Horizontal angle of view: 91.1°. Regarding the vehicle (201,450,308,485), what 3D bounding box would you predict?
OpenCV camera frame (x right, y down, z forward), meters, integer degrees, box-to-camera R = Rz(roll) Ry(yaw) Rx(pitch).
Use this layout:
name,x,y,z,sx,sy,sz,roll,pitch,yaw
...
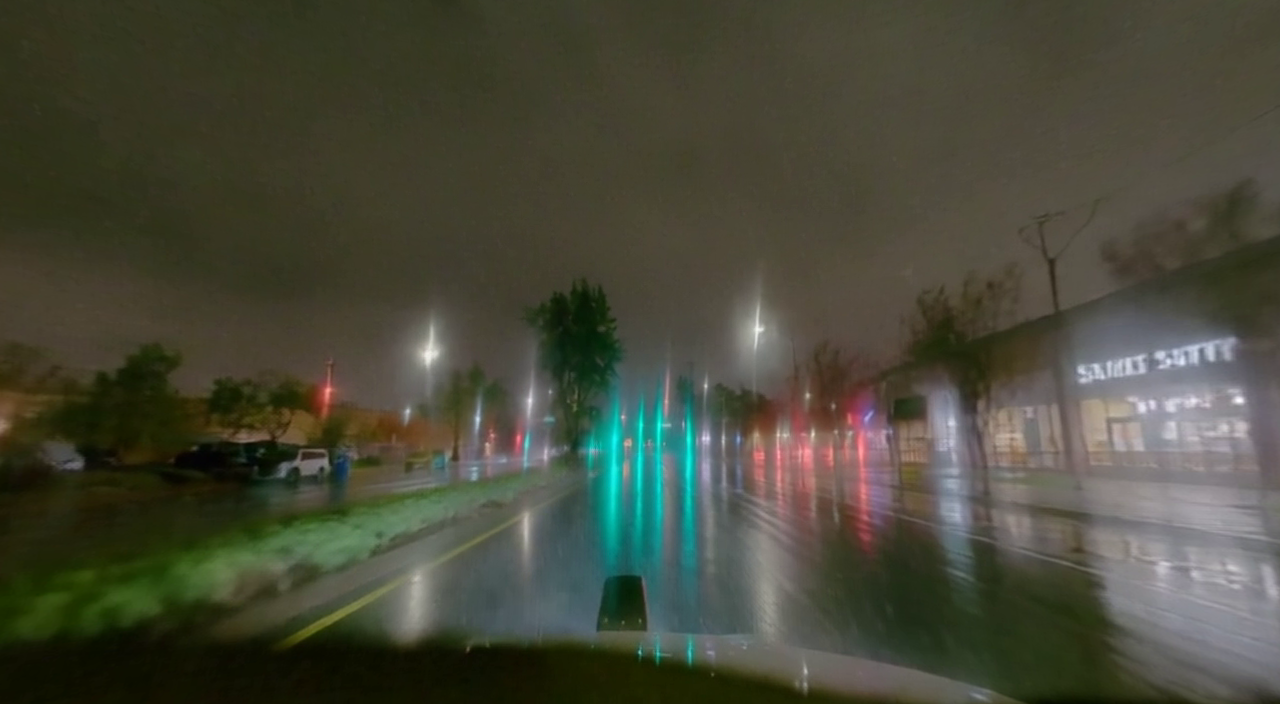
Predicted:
name,x,y,z,sx,sy,sz,roll,pitch,yaw
vehicle,-18.810,5.613,30.961,2.034,1.562,4.828,0,-9,3

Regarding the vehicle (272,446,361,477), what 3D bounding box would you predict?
name,x,y,z,sx,sy,sz,roll,pitch,yaw
vehicle,-18.712,6.318,36.671,2.177,1.656,5.516,0,-9,2
